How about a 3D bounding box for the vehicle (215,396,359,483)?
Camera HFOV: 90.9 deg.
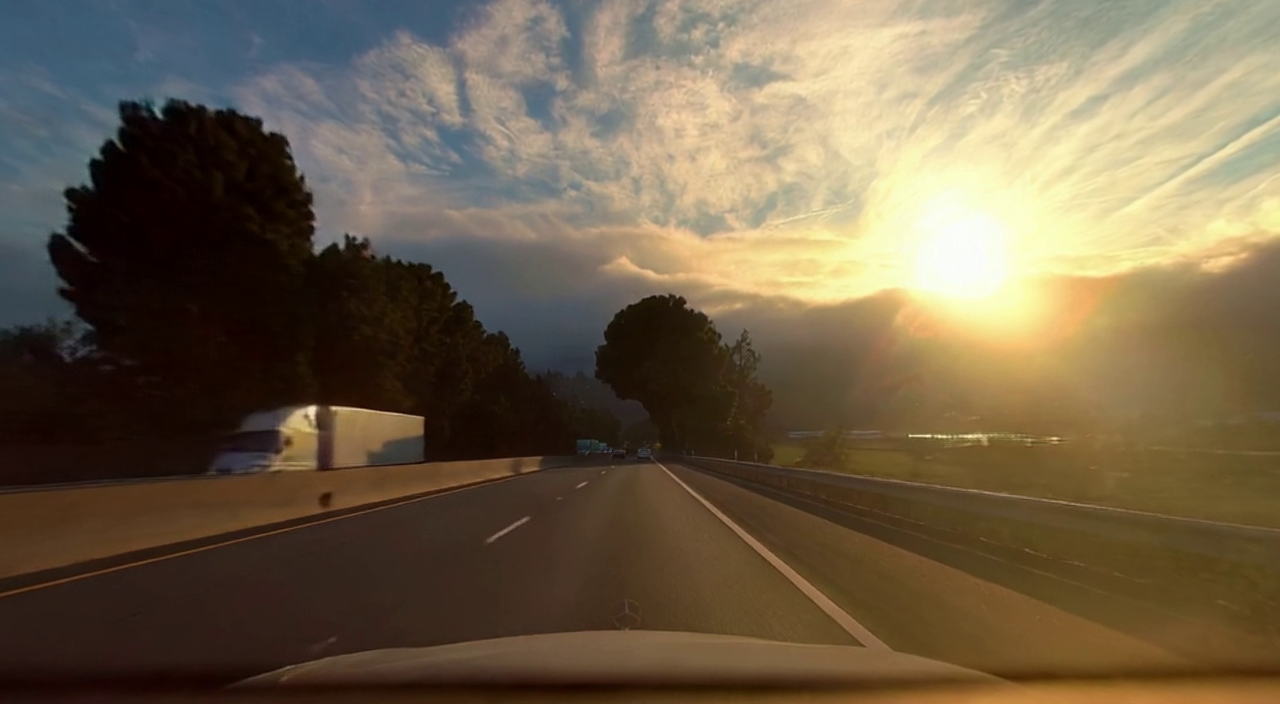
[{"bbox_3d":[-16.377,4.194,29.856,3.278,3.709,5.811,0,-9,0],"label":"vehicle"}]
